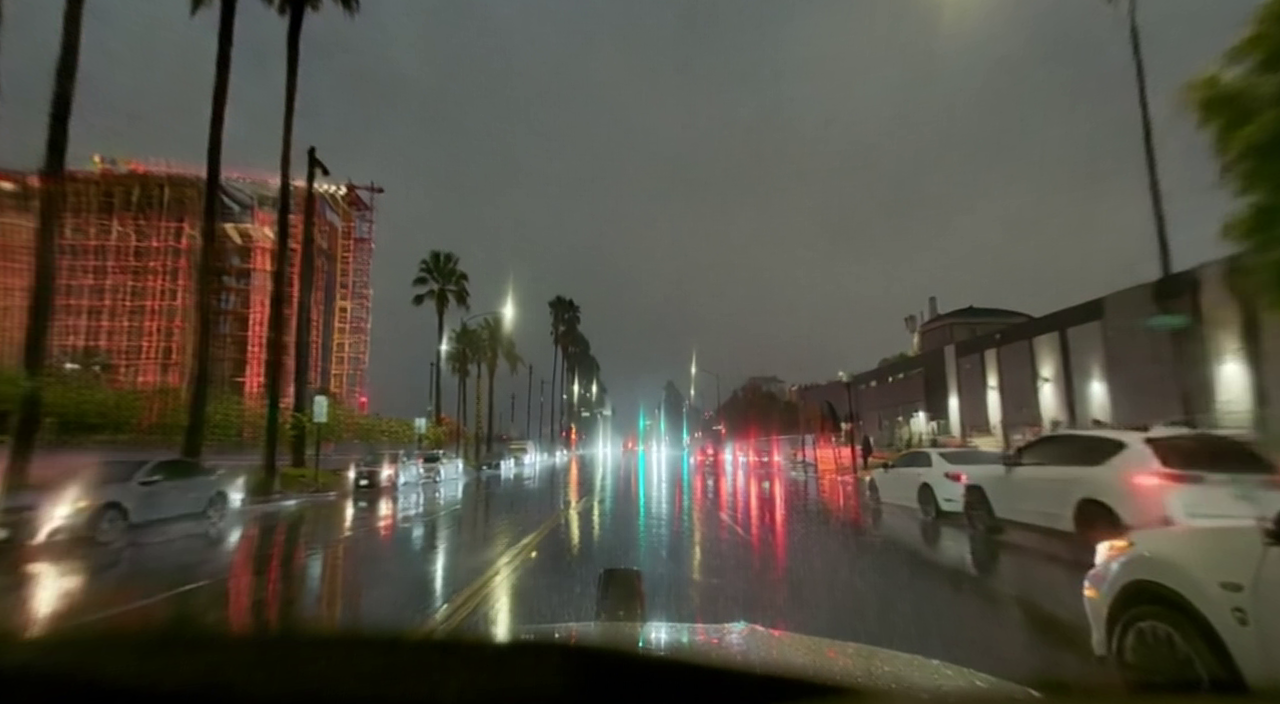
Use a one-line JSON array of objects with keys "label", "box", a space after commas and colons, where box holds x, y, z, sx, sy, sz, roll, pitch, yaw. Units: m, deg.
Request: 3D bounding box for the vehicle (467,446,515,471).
[{"label": "vehicle", "box": [-9.458, 6.780, 40.444, 1.804, 1.478, 4.734, -1, -8, 1]}]

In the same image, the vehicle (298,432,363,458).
[{"label": "vehicle", "box": [-19.652, 5.892, 40.088, 3.575, 1.571, 1.912, -5, -9, 27]}]

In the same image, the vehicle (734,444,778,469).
[{"label": "vehicle", "box": [6.914, 6.267, 38.136, 1.819, 1.435, 4.337, 0, -8, 0]}]

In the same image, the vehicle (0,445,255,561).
[{"label": "vehicle", "box": [-9.682, 2.567, 11.687, 1.951, 1.644, 4.987, 0, -8, 0]}]

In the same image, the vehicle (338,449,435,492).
[{"label": "vehicle", "box": [-9.530, 4.467, 24.171, 1.826, 1.445, 4.325, -1, -8, 1]}]

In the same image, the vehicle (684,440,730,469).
[{"label": "vehicle", "box": [3.569, 5.551, 34.368, 1.999, 1.487, 3.939, 0, -8, -1]}]

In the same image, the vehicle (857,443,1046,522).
[{"label": "vehicle", "box": [6.626, 2.790, 14.076, 2.034, 1.463, 4.044, 0, -8, -2]}]

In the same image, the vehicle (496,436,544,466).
[{"label": "vehicle", "box": [-9.364, 7.902, 49.838, 2.294, 1.948, 6.025, -7, -10, 1]}]

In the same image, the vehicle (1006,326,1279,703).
[{"label": "vehicle", "box": [3.104, 0.656, 1.392, 1.953, 1.687, 4.344, 0, -8, 0]}]
